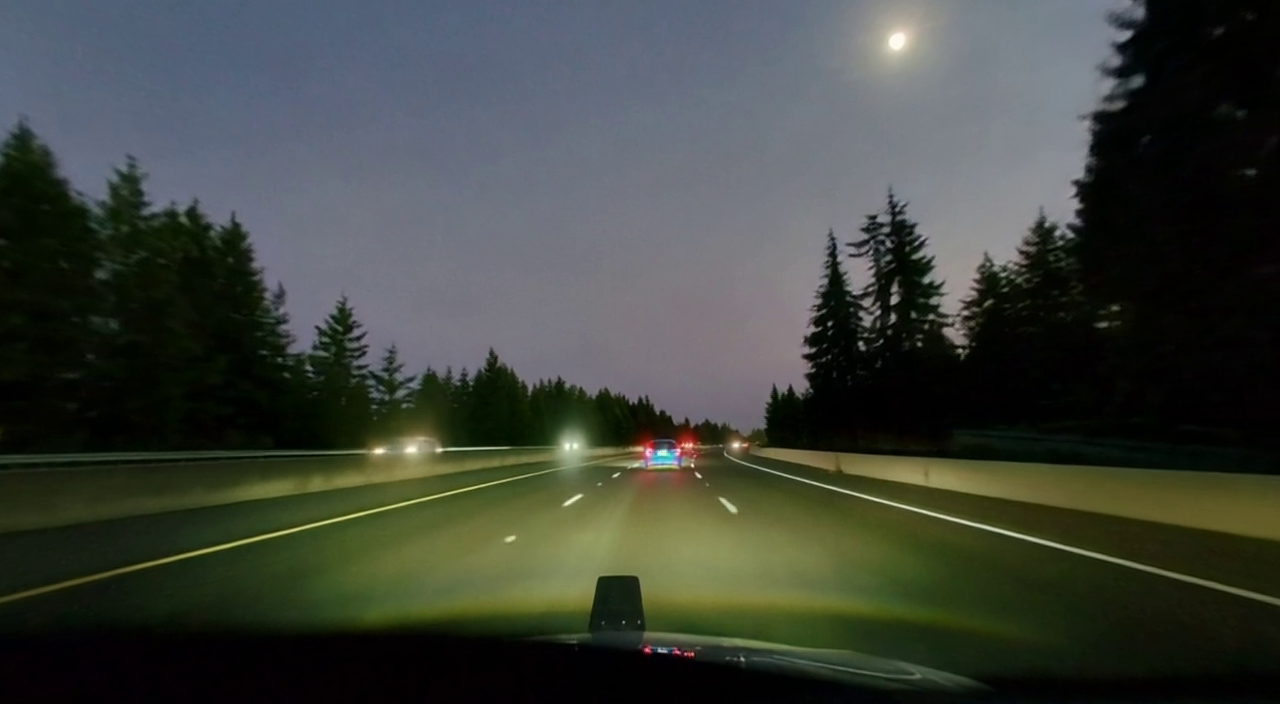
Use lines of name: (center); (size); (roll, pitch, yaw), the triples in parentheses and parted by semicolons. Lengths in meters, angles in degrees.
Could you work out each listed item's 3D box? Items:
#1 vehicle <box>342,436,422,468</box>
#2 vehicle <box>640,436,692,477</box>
vehicle: (-13.298, 5.166, 32.711); (1.946, 1.520, 4.707); (-1, -8, 3)
vehicle: (1.183, 4.613, 27.948); (2.133, 1.686, 4.203); (-1, -8, 3)
